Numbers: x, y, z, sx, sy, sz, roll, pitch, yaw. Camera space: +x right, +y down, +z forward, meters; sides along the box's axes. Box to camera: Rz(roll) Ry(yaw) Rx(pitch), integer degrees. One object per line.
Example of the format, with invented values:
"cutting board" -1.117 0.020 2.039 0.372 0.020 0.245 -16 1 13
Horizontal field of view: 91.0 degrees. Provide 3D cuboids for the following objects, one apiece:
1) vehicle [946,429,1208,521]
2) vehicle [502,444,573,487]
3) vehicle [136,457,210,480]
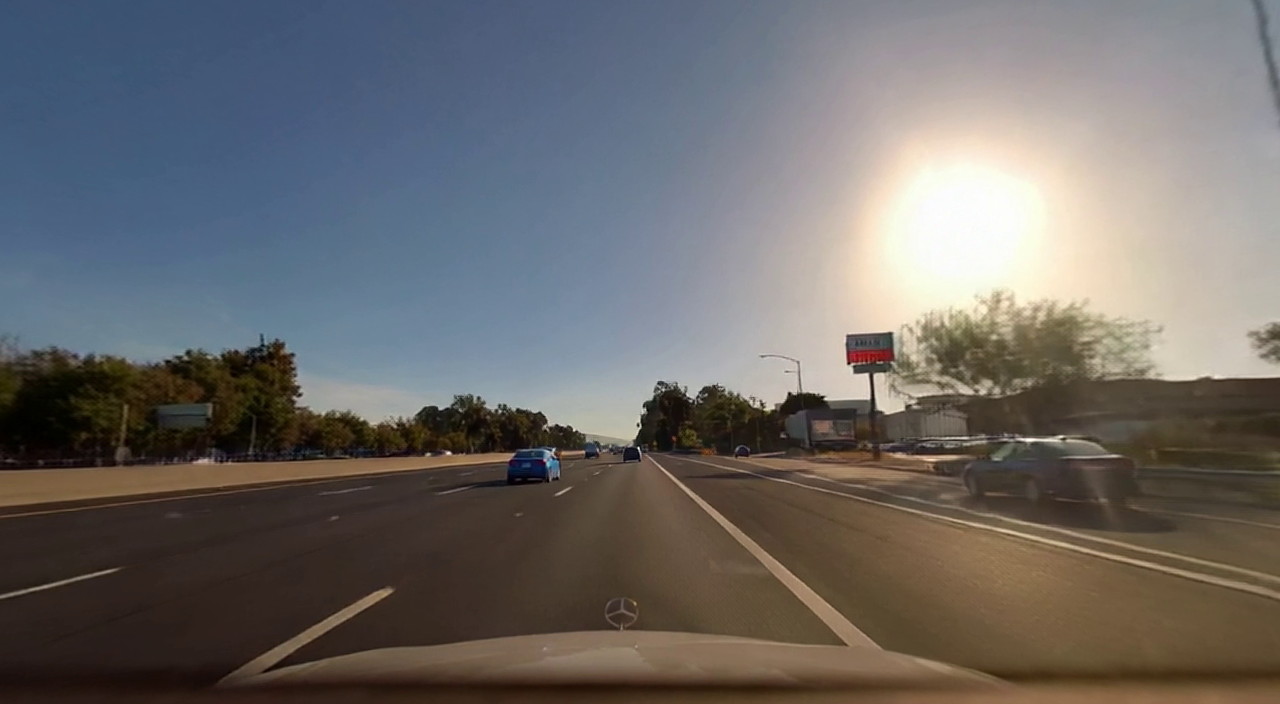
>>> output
"vehicle" 8.900 2.557 13.673 2.035 1.566 5.409 0 -9 3
"vehicle" -4.019 4.536 25.447 2.071 1.553 4.388 0 -9 1
"vehicle" -36.292 9.063 49.123 1.951 1.658 4.862 0 -9 2
